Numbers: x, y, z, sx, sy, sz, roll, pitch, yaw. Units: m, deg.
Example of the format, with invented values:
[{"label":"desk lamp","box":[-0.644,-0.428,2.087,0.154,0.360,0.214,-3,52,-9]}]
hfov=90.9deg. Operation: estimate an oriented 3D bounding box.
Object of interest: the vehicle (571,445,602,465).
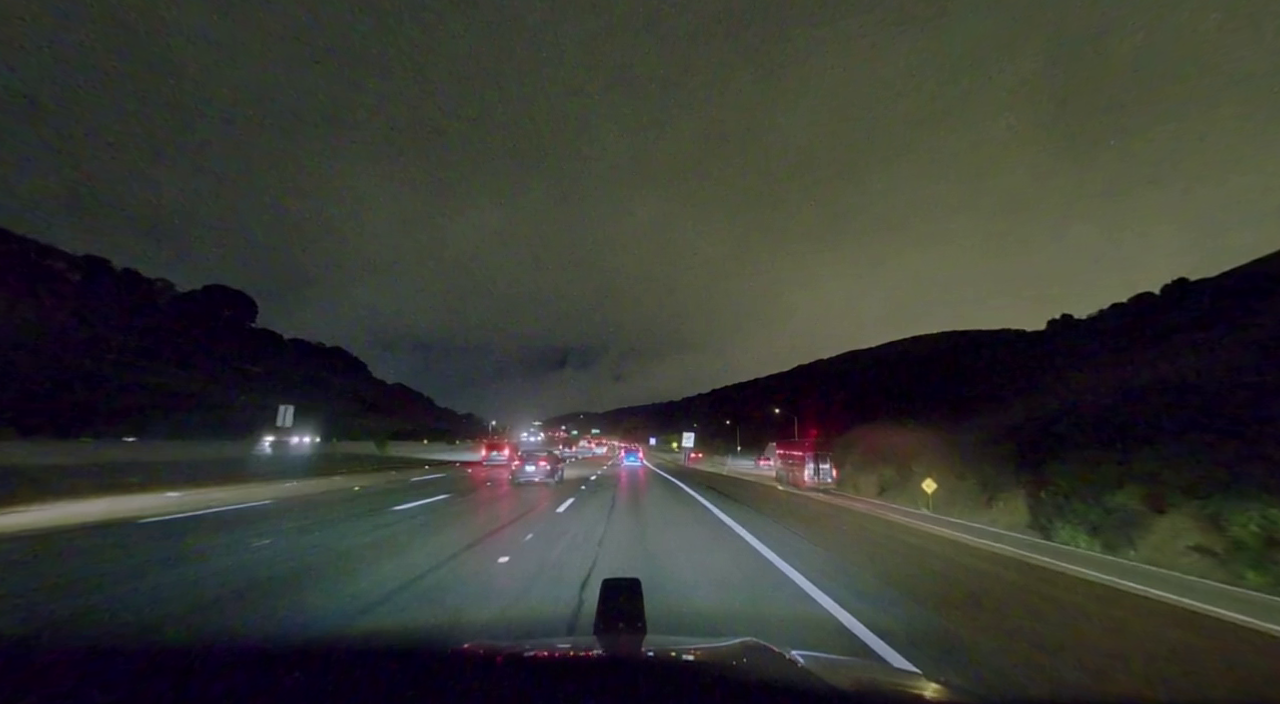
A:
[{"label":"vehicle","box":[-4.153,8.112,49.967,2.099,1.467,4.275,0,-8,0]}]

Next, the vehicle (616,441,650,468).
[{"label":"vehicle","box":[-0.523,6.884,42.455,2.138,1.674,4.044,0,-8,-2]}]

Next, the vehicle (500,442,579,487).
[{"label":"vehicle","box":[-3.571,4.102,23.413,2.080,1.505,4.649,0,-8,1]}]
